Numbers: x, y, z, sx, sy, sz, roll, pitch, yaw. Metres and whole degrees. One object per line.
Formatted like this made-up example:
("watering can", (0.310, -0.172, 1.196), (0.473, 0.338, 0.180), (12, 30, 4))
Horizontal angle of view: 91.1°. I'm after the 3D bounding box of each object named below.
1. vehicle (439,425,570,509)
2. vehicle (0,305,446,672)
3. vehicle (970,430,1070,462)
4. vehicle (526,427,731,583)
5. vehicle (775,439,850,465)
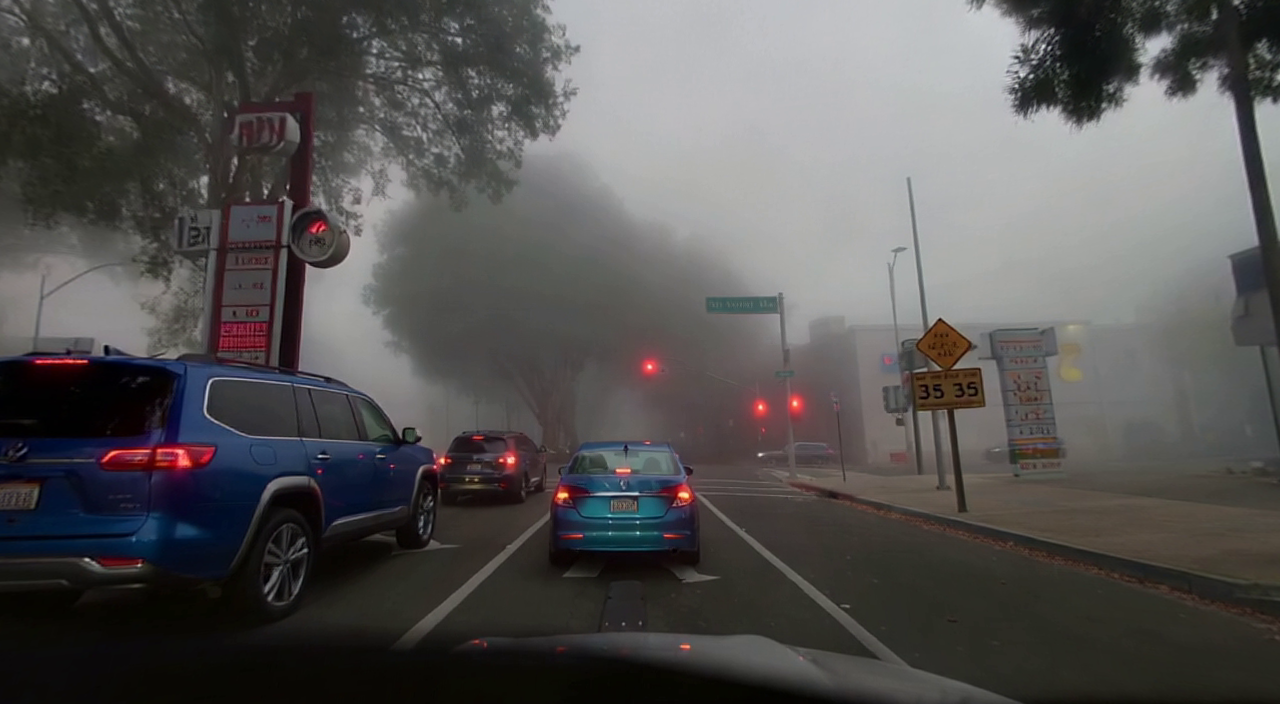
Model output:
("vehicle", (-2.929, 2.599, 14.605), (2.047, 1.664, 4.148), (0, -8, 1))
("vehicle", (-3.821, 1.138, 6.209), (2.152, 2.118, 5.066), (0, -8, 0))
("vehicle", (20.996, 5.227, 34.853), (4.116, 1.719, 2.069), (-1, -9, 8))
("vehicle", (-0.155, 1.785, 8.188), (1.966, 1.481, 4.146), (0, -8, -1))
("vehicle", (9.903, 5.804, 36.373), (3.924, 1.447, 2.039), (-2, -9, 9))
